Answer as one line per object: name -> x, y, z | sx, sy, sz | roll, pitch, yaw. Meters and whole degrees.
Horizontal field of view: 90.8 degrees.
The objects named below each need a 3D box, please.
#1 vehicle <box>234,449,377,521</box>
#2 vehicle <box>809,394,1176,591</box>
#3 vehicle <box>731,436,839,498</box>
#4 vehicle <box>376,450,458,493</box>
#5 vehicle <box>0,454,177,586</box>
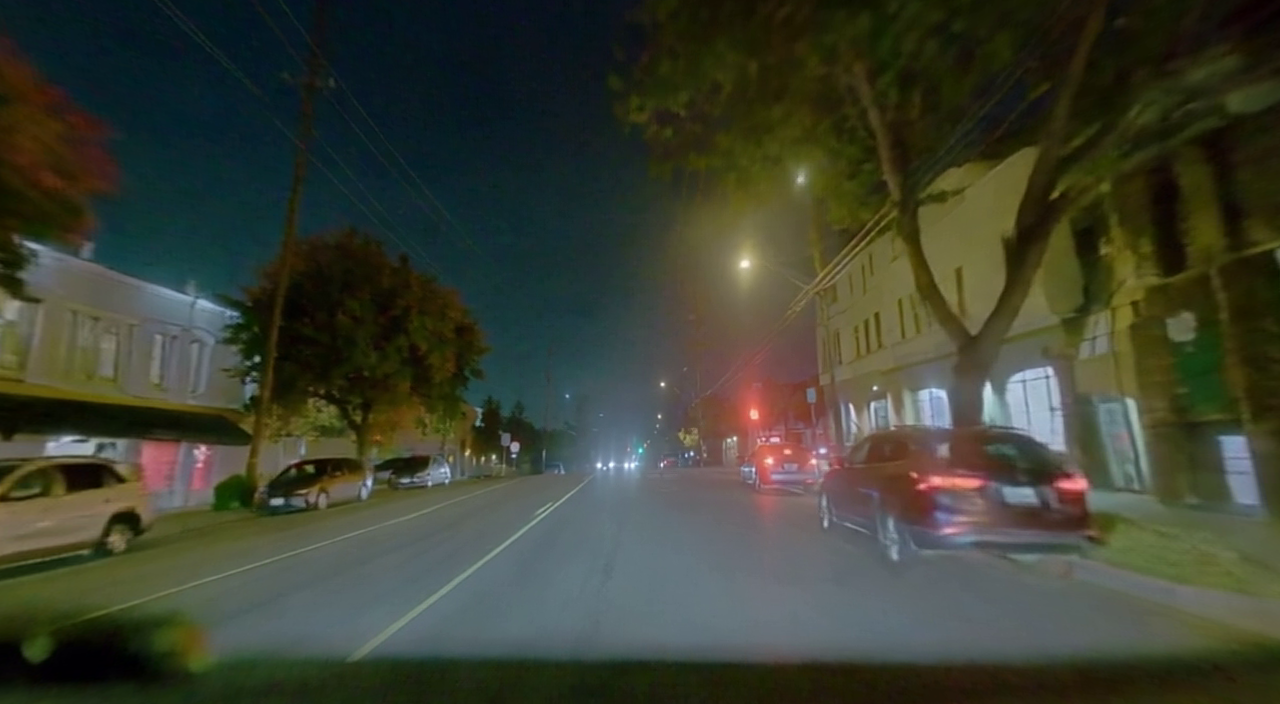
vehicle -> -9.384, 3.701, 18.135 | 1.884, 1.526, 4.061 | -5, -7, 1
vehicle -> 3.739, 1.581, 7.888 | 2.155, 1.747, 4.311 | -1, -8, 2
vehicle -> 3.840, 3.130, 17.636 | 1.946, 1.468, 4.721 | 0, -8, 0
vehicle -> -9.437, 5.040, 27.115 | 2.000, 1.495, 4.687 | -3, -8, -3
vehicle -> -9.298, 2.387, 9.116 | 2.051, 1.657, 4.322 | -3, -9, -2
